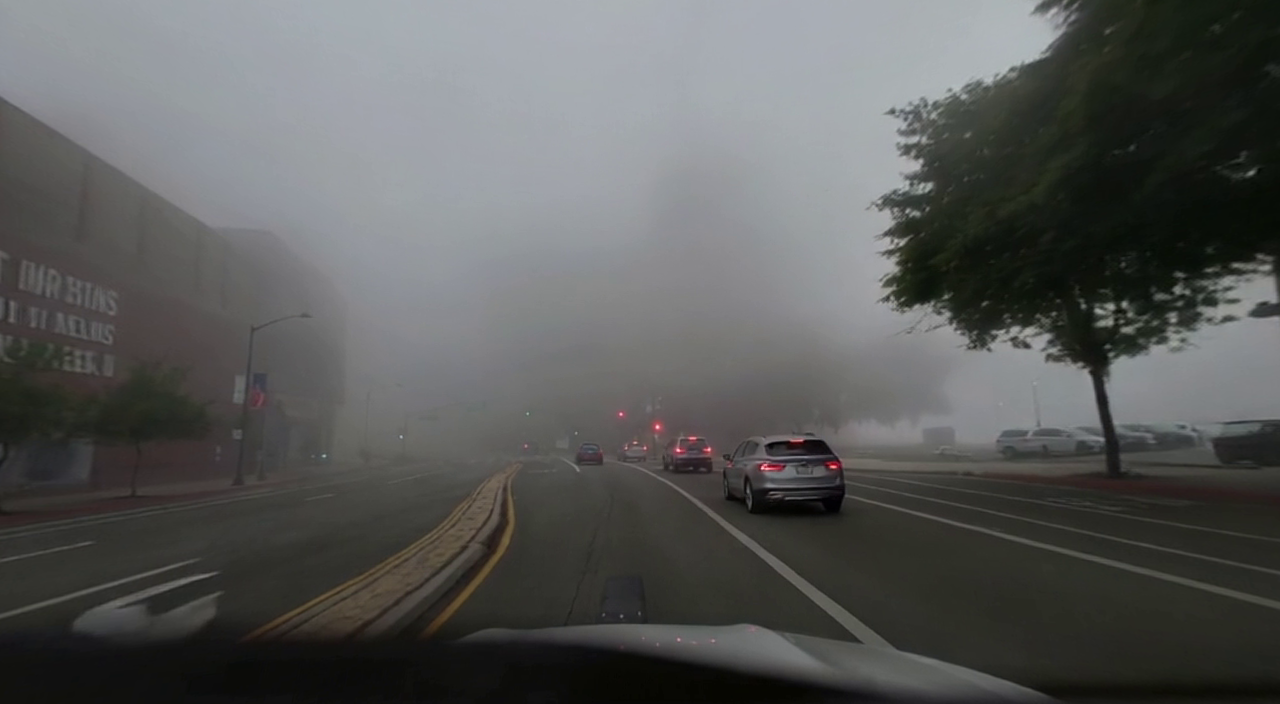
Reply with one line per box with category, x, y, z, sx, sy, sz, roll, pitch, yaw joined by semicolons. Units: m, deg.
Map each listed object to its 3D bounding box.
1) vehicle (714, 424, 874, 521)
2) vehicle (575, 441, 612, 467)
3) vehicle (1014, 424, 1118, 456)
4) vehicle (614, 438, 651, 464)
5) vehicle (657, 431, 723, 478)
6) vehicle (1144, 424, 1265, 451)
vehicle;2.882;2.338;12.819;1.966;1.596;3.980;0;-8;-4
vehicle;-2.988;6.447;40.023;2.068;1.512;3.987;1;-9;-7
vehicle;27.417;5.706;40.802;5.103;1.947;2.207;0;-8;-1
vehicle;-0.633;7.473;48.033;2.216;1.750;4.520;0;-8;-8
vehicle;2.030;4.352;26.988;2.046;1.768;4.370;-1;-8;-5
vehicle;33.909;5.157;38.055;5.112;1.486;2.103;-1;-8;3
